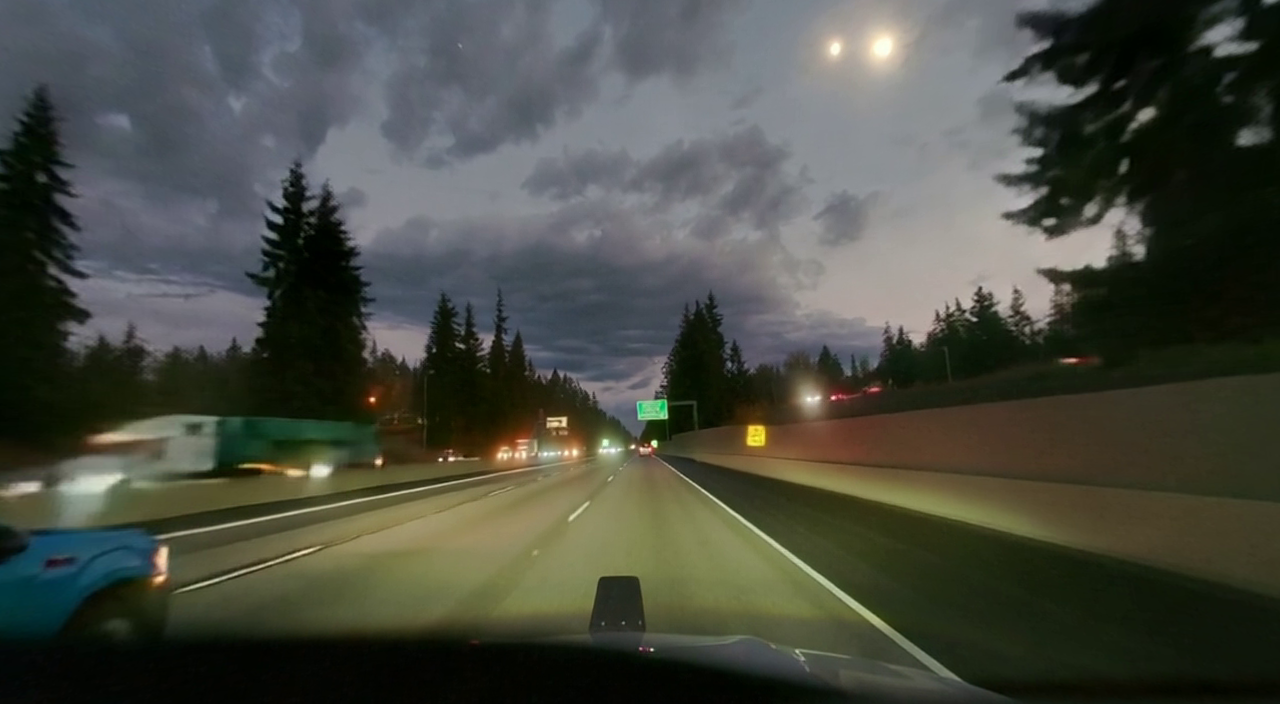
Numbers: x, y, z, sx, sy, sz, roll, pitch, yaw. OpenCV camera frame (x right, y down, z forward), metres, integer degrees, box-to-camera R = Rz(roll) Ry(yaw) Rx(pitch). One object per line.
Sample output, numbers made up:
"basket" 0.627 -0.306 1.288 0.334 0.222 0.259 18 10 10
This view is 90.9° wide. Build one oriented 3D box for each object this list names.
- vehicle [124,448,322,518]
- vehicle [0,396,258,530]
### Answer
"vehicle" -11.007 3.437 17.219 2.129 1.560 4.733 -1 -8 1
"vehicle" -15.116 3.168 18.789 2.935 3.173 7.113 0 -8 0
